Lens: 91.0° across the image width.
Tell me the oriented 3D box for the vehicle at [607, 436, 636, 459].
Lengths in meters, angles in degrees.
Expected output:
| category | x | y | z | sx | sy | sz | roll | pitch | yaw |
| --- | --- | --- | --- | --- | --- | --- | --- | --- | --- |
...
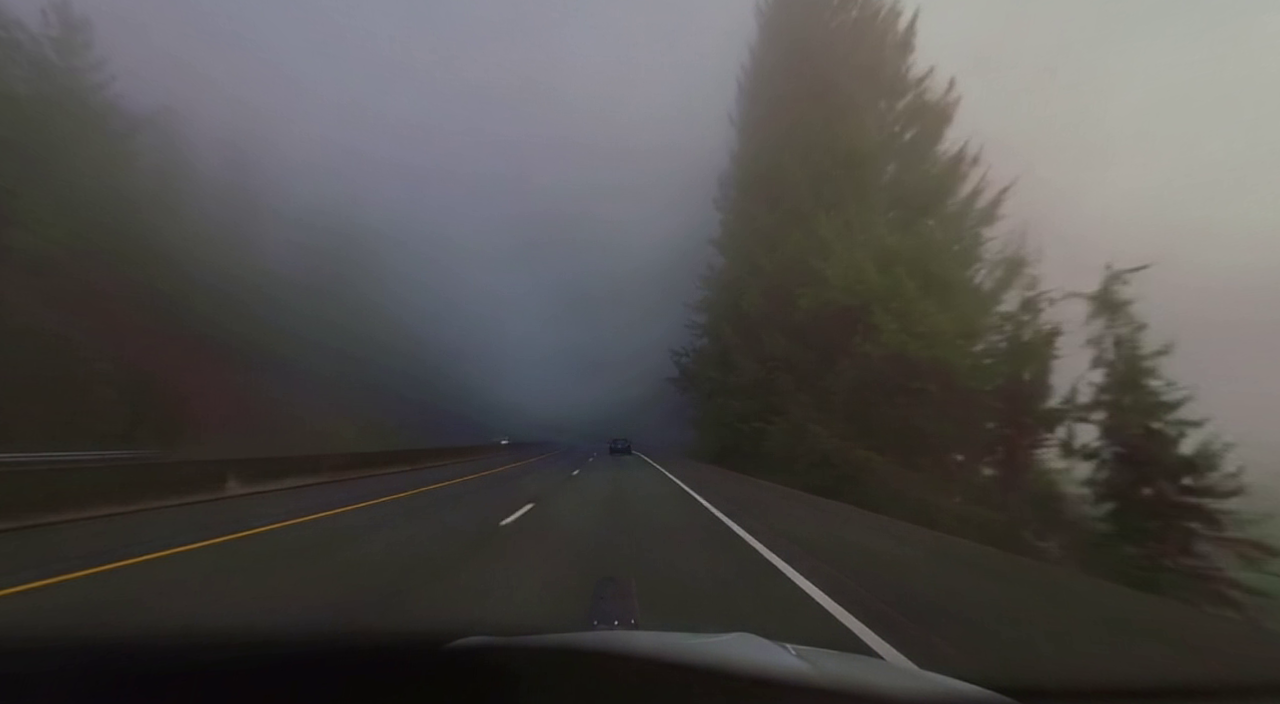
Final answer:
| category | x | y | z | sx | sy | sz | roll | pitch | yaw |
| --- | --- | --- | --- | --- | --- | --- | --- | --- | --- |
| vehicle | -1.397 | 6.881 | 45.461 | 2.004 | 1.515 | 3.968 | 0 | -8 | -3 |
